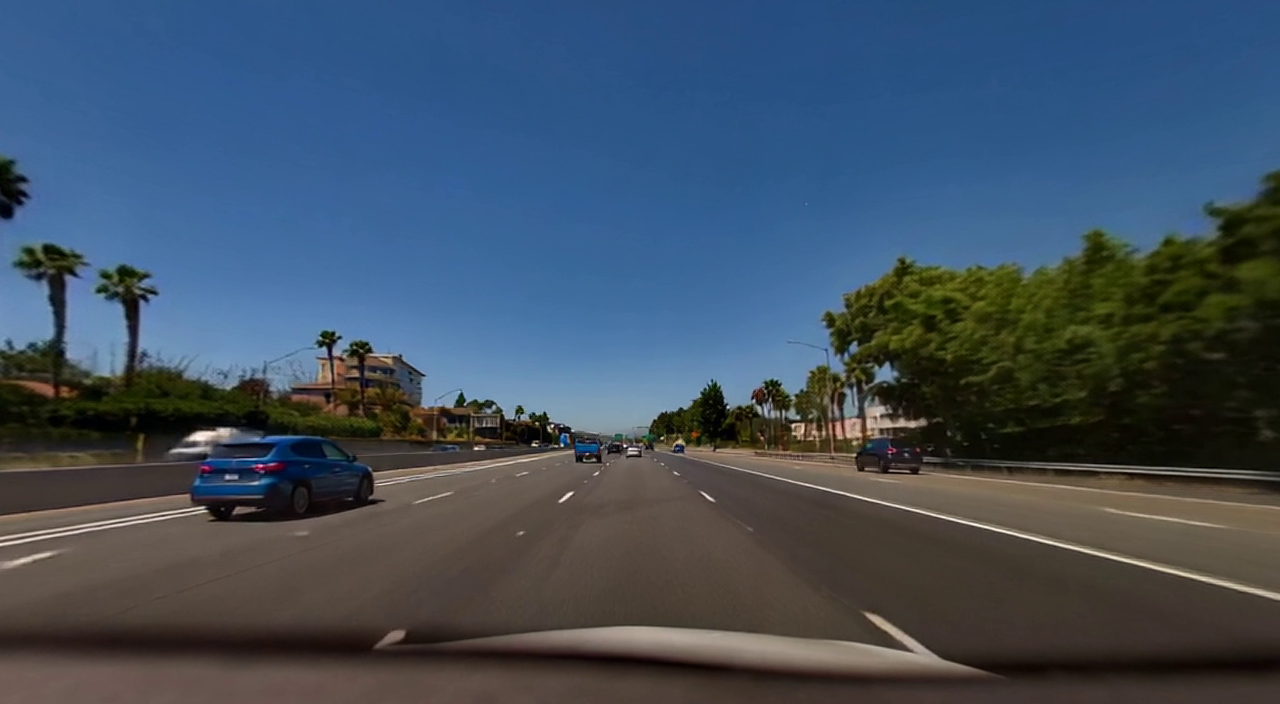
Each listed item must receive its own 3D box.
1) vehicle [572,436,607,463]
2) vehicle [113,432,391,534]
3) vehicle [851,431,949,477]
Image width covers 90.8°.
[{"bbox_3d":[-3.752,7.353,47.703,2.225,1.967,4.673,0,-9,0],"label":"vehicle"},{"bbox_3d":[-6.675,2.304,11.786,2.018,1.480,4.999,0,-9,0],"label":"vehicle"},{"bbox_3d":[11.090,4.402,27.338,2.168,1.792,4.457,0,-9,-2],"label":"vehicle"}]
